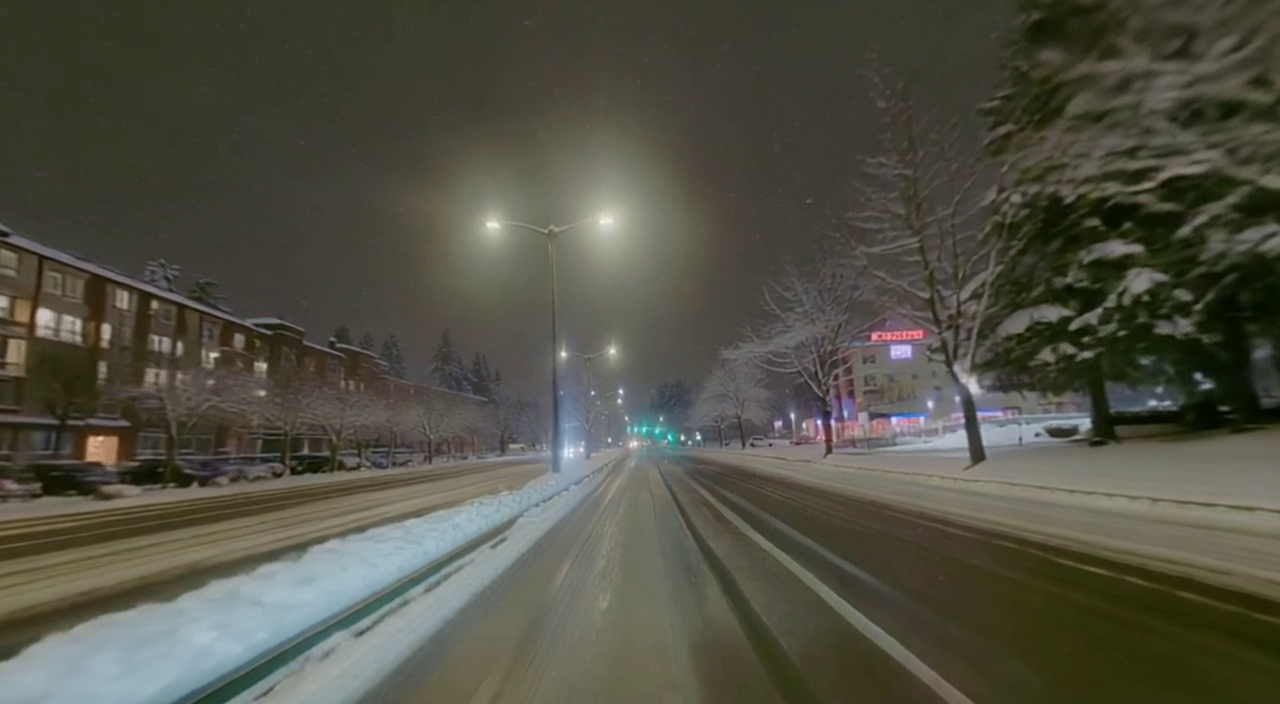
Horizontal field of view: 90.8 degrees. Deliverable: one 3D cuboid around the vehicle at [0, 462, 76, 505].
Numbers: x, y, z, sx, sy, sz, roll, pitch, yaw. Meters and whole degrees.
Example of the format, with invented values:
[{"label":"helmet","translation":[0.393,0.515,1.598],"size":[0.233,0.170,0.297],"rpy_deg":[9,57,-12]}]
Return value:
[{"label":"vehicle","translation":[-26.284,5.399,25.959],"size":[4.054,1.602,2.056],"rpy_deg":[3,-9,-23]}]
